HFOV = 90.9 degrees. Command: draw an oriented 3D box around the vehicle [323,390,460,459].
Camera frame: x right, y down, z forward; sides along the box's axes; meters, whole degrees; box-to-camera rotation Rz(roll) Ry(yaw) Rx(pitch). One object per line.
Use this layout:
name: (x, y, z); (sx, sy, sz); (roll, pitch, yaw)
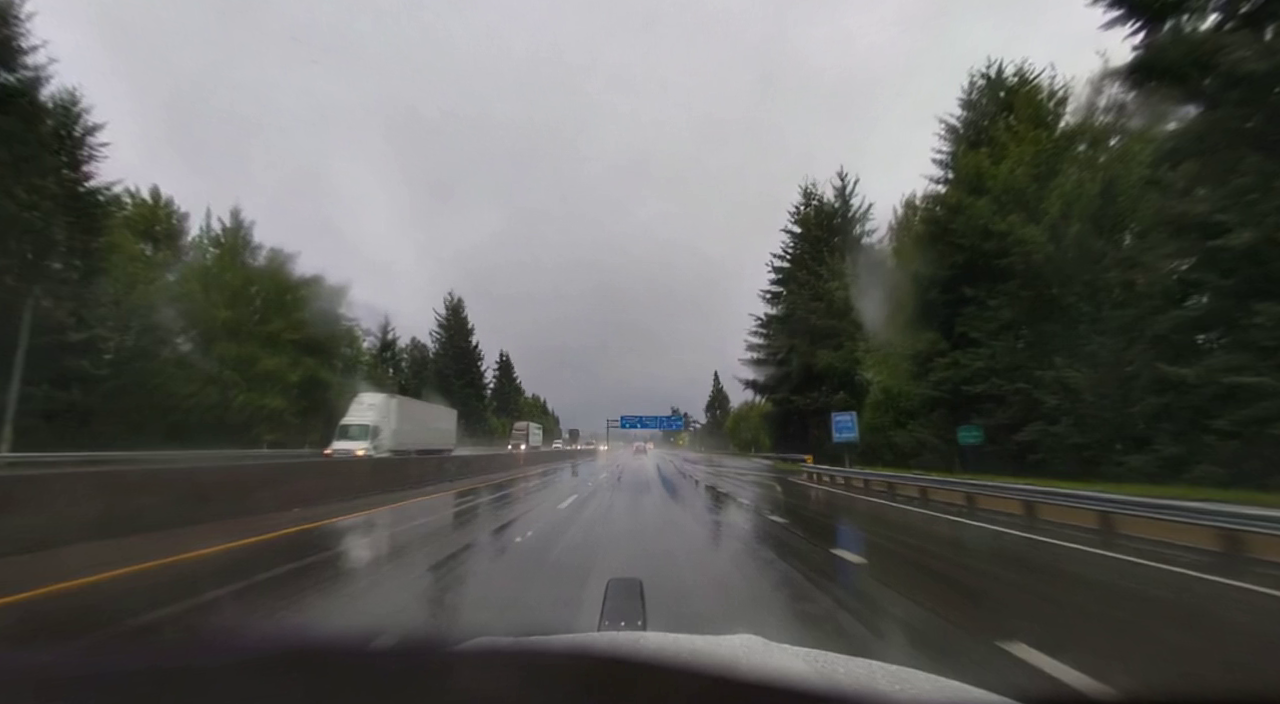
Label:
vehicle: (-16.331, 5.371, 43.698); (2.878, 3.843, 16.564); (0, -9, 0)
